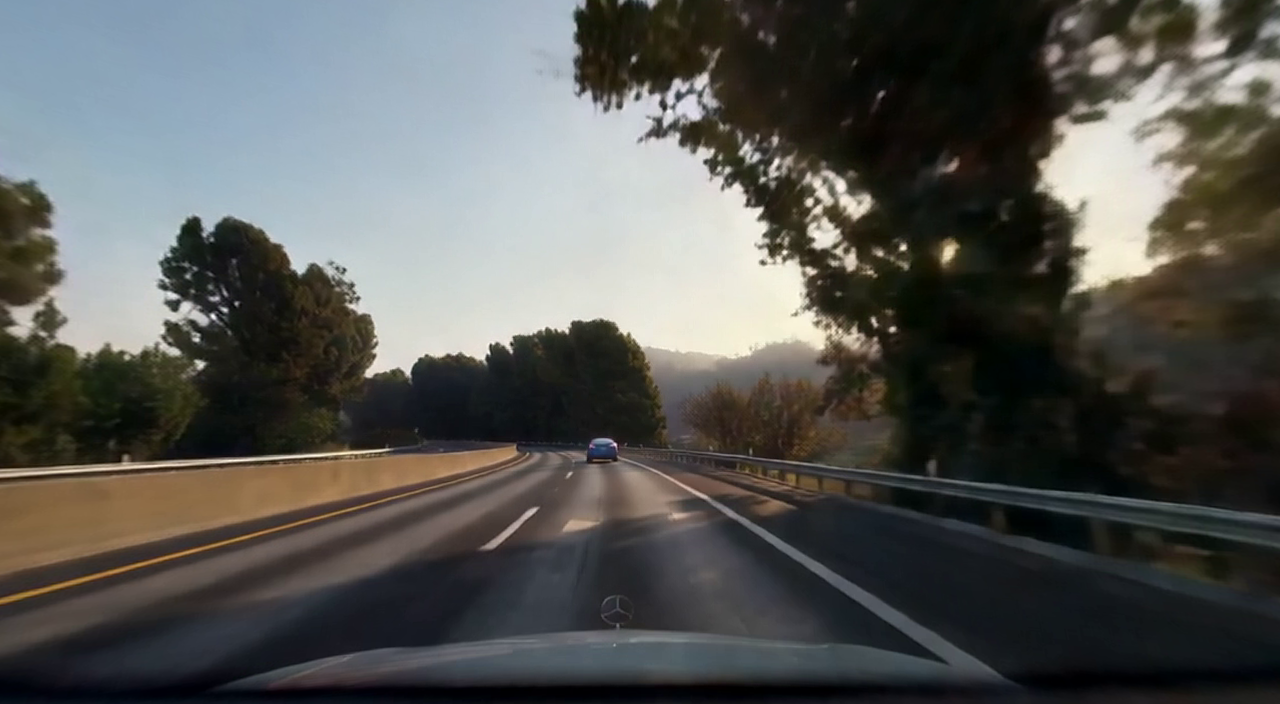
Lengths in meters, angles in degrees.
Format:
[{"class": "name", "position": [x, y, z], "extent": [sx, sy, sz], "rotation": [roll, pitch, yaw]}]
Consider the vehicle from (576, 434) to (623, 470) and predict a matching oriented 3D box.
[{"class": "vehicle", "position": [-2.298, 5.514, 35.036], "extent": [2.452, 1.857, 4.022], "rotation": [0, -8, -5]}]
